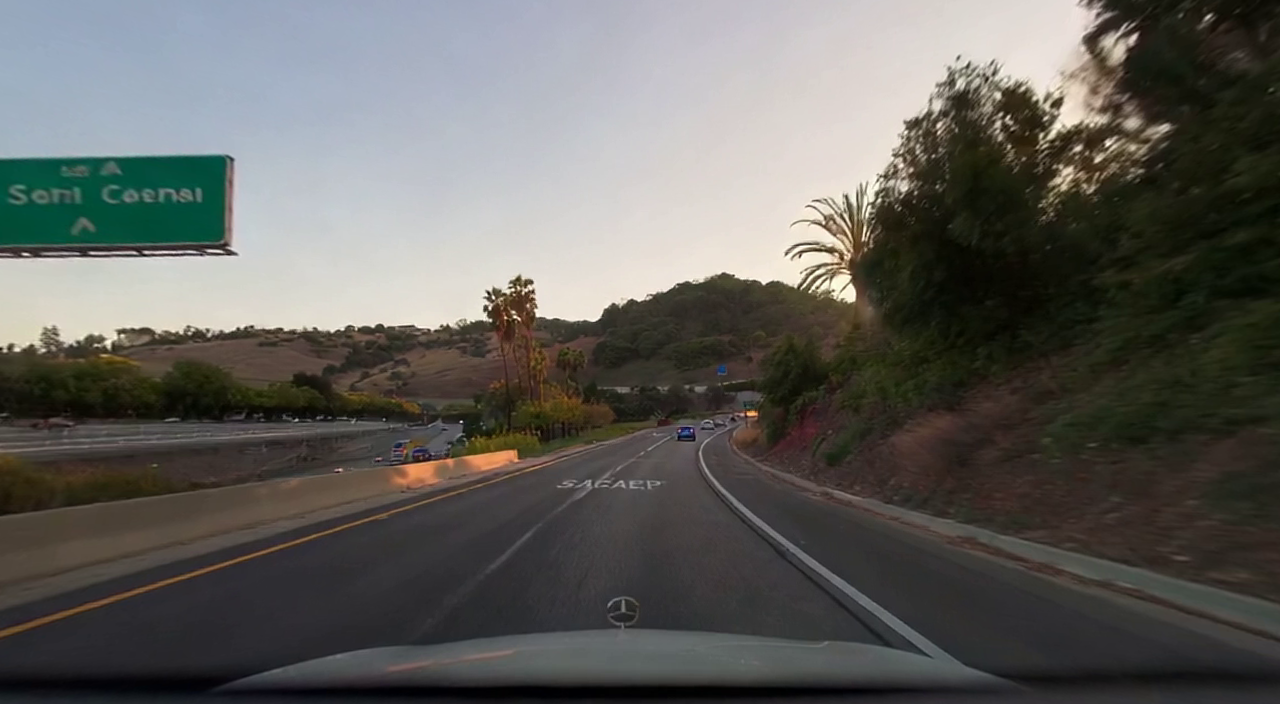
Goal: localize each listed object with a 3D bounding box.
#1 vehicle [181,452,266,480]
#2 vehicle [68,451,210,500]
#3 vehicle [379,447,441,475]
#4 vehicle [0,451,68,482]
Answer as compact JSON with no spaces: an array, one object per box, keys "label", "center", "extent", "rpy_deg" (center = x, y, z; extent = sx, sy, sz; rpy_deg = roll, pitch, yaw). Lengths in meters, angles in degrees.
[{"label":"vehicle","center":[-23.686,6.486,36.134],"extent":[1.862,1.465,4.157],"rpy_deg":[-1,-9,3]},{"label":"vehicle","center":[-19.577,4.801,24.993],"extent":[1.956,1.716,4.330],"rpy_deg":[0,-9,2]},{"label":"vehicle","center":[-15.043,7.142,41.654],"extent":[2.227,1.760,4.507],"rpy_deg":[-1,-9,2]},{"label":"vehicle","center":[-31.713,5.702,31.654],"extent":[1.783,1.482,4.460],"rpy_deg":[0,-9,1]}]
